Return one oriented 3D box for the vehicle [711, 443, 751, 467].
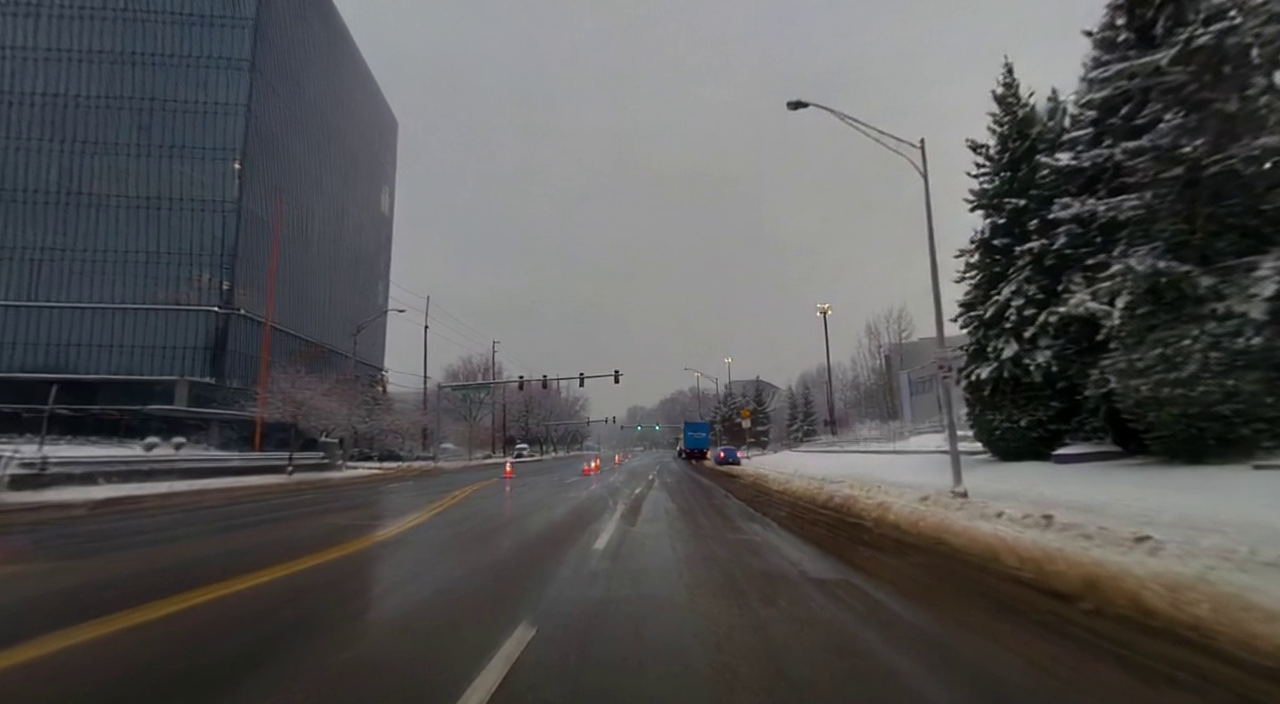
[{"bbox_3d":[6.436,7.345,45.267,2.098,1.619,4.433,0,-8,-1],"label":"vehicle"}]
